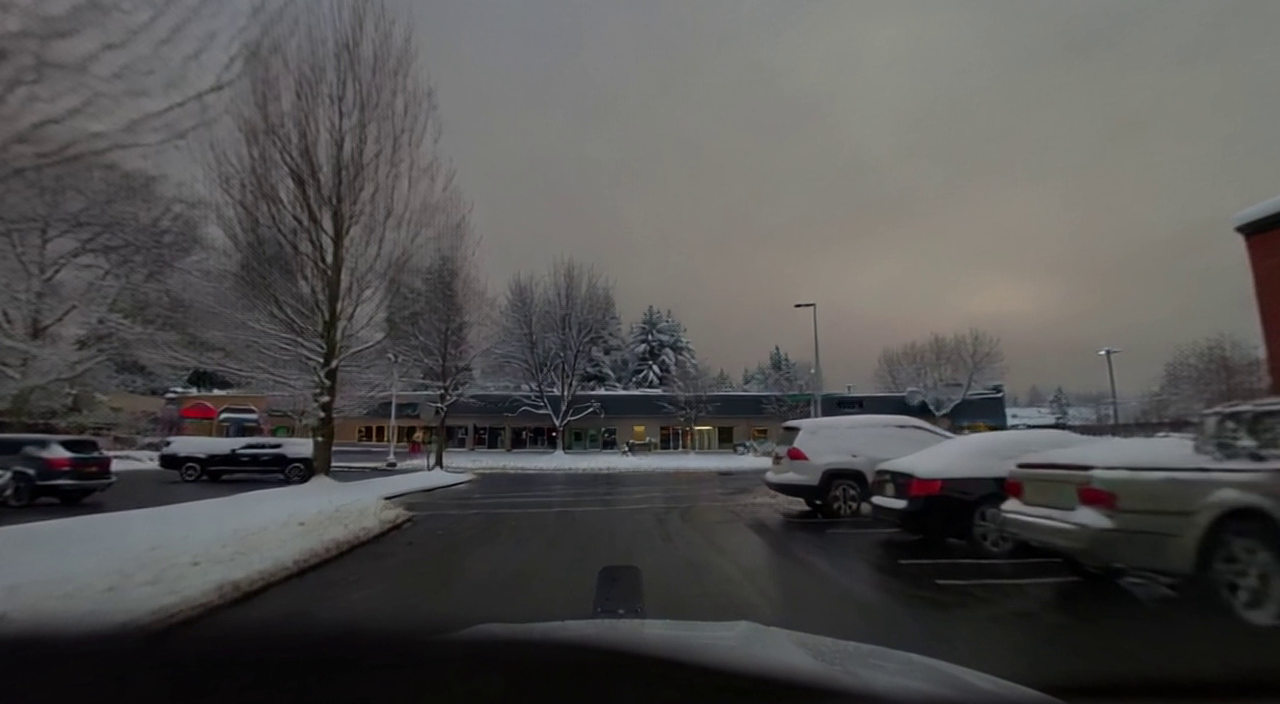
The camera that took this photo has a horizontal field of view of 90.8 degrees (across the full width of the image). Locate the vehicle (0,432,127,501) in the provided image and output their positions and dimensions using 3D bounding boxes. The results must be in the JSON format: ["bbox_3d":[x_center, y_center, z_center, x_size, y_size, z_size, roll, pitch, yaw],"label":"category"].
[{"bbox_3d":[-16.359,2.948,16.393,4.454,1.684,1.908,6,-10,-35],"label":"vehicle"}]

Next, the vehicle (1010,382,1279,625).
[{"bbox_3d":[6.226,1.263,5.850,4.255,1.729,2.136,1,-8,-5],"label":"vehicle"}]
